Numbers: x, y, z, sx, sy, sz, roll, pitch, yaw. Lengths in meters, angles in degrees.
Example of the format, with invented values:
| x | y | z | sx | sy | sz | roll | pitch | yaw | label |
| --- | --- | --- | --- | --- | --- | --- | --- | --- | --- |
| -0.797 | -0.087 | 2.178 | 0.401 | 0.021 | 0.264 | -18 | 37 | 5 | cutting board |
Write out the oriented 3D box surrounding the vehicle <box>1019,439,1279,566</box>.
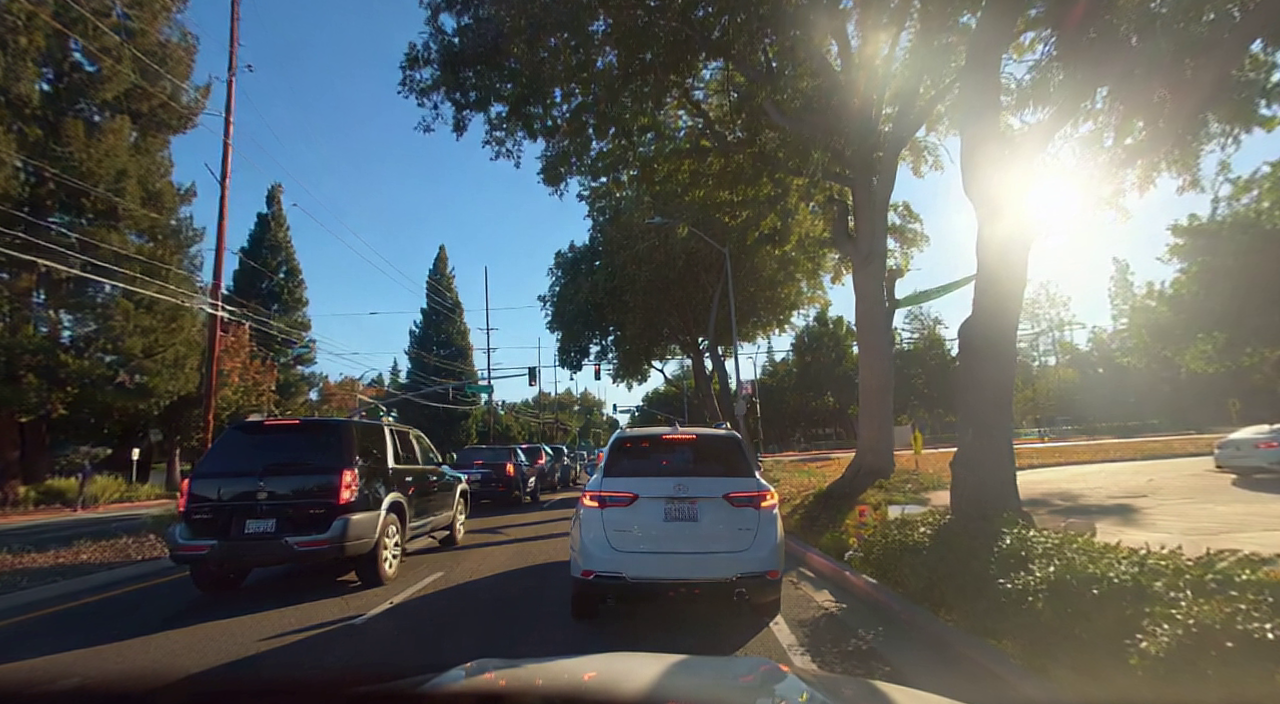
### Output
| x | y | z | sx | sy | sz | roll | pitch | yaw | label |
| --- | --- | --- | --- | --- | --- | --- | --- | --- | --- |
| 8.387 | 2.151 | 9.920 | 1.993 | 1.508 | 4.521 | 0 | -9 | -1 | vehicle |

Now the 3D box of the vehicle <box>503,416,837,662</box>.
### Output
| x | y | z | sx | sy | sz | roll | pitch | yaw | label |
| --- | --- | --- | --- | --- | --- | --- | --- | --- | --- |
| 0.116 | 1.446 | 5.963 | 2.056 | 1.487 | 4.003 | 0 | -9 | -2 | vehicle |

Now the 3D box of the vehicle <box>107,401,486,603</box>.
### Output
| x | y | z | sx | sy | sz | roll | pitch | yaw | label |
| --- | --- | --- | --- | --- | --- | --- | --- | --- | --- |
| -3.473 | 1.606 | 7.637 | 2.105 | 1.706 | 4.337 | 0 | -9 | 0 | vehicle |
